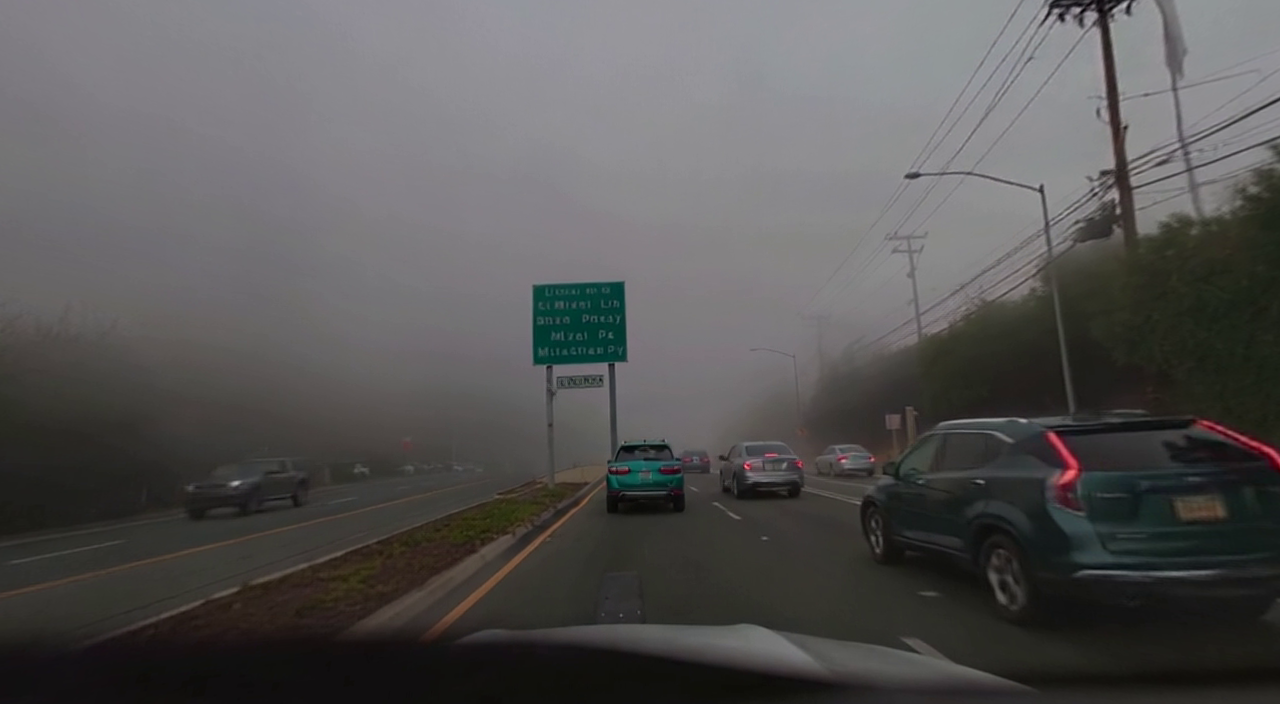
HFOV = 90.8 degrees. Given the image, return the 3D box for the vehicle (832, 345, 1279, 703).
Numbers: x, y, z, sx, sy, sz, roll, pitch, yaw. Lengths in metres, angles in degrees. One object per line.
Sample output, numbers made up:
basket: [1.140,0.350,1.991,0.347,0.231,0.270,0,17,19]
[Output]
vehicle: [3.397,1.200,5.302,2.097,1.818,4.625,0,-8,0]

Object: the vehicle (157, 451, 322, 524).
vehicle: [-12.409,4.158,20.118,2.107,1.931,5.015,0,-8,-2]

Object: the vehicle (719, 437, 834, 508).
vehicle: [3.348,3.049,16.431,2.064,1.591,4.081,0,-8,0]

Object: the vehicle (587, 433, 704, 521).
vehicle: [0.088,2.677,14.102,2.199,1.641,4.232,0,-8,-1]
